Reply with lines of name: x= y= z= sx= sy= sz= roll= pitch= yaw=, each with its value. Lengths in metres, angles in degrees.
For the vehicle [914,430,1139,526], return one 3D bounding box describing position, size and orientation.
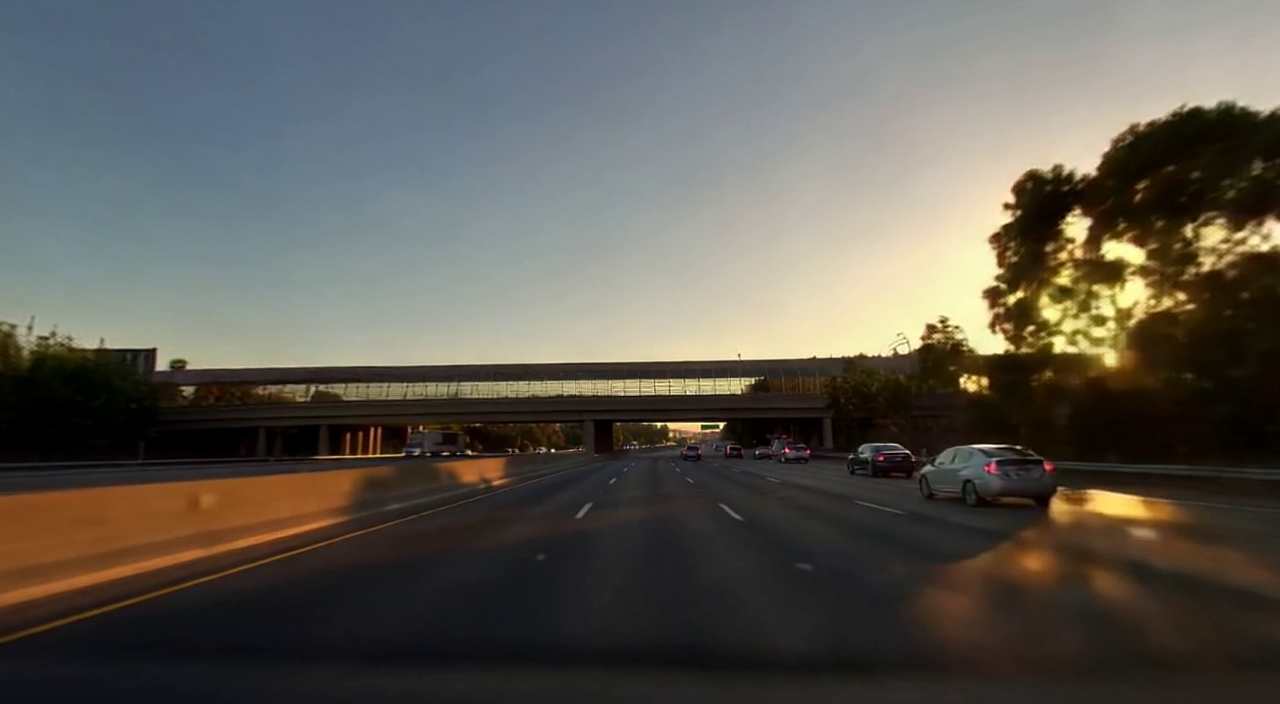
vehicle: x=7.593 y=2.487 z=13.049 sx=1.862 sy=1.613 sz=4.316 roll=0 pitch=-9 yaw=0
